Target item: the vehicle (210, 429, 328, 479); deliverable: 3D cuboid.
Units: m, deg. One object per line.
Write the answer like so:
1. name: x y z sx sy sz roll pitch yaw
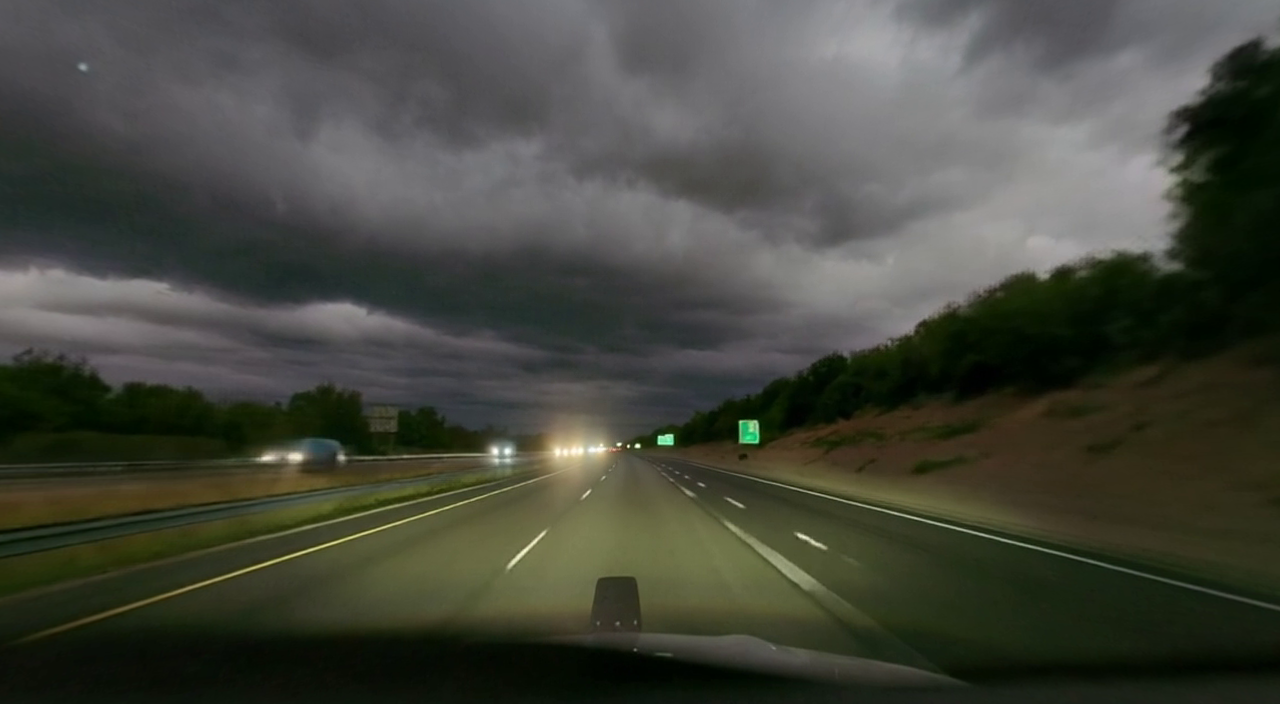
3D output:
1. vehicle: -16.236 4.501 27.917 2.214 1.966 4.920 -1 -9 0
